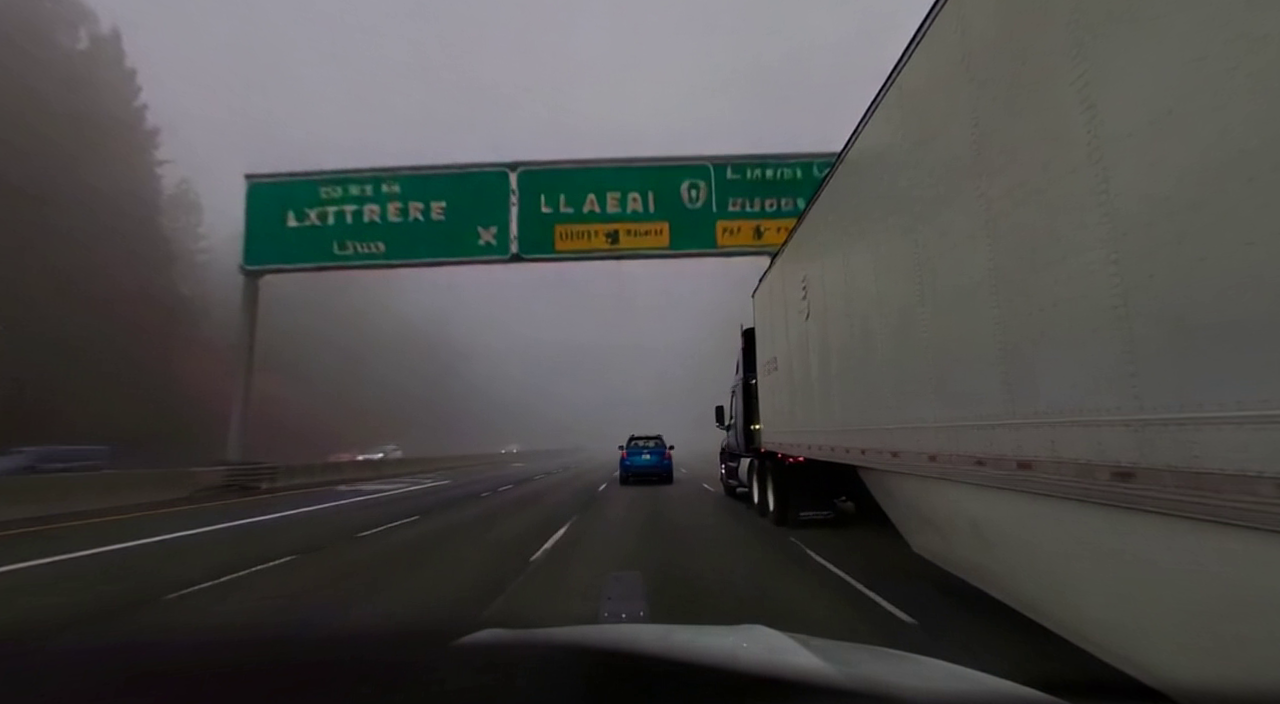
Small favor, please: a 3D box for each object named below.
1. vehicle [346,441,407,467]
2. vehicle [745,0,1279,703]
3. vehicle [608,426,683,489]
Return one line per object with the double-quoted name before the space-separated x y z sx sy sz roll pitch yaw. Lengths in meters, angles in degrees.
"vehicle" -18.435 7.147 44.180 2.016 1.678 4.947 0 -8 2
"vehicle" 3.392 -0.138 4.585 2.909 4.135 15.820 -1 -8 1
"vehicle" 0.188 3.191 19.303 2.054 1.706 4.201 0 -8 1
